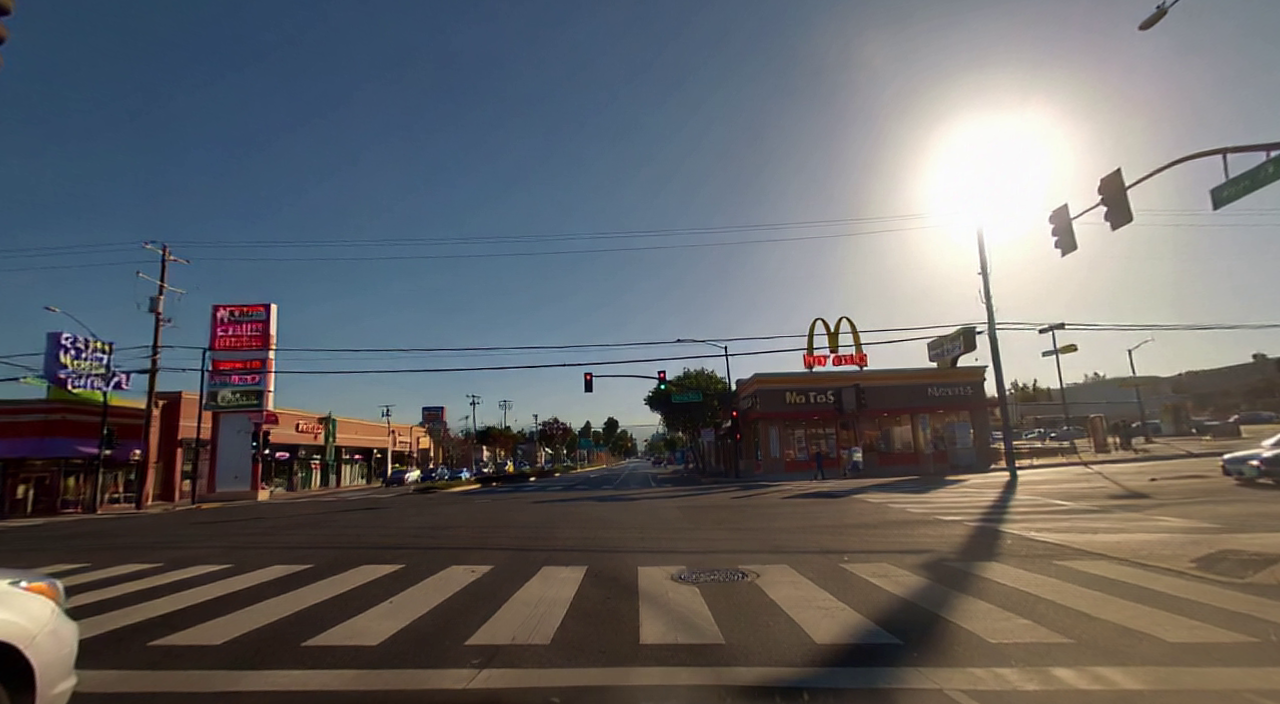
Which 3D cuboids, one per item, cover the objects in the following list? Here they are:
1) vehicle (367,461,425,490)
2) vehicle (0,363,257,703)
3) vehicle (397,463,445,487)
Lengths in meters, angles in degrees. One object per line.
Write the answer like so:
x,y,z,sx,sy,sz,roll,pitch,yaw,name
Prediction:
-19.210,9.708,49.826,2.227,2.033,5.614,0,-9,1,vehicle
-3.410,0.739,1.412,2.081,1.644,4.523,0,-9,3,vehicle
-15.742,8.827,45.417,1.931,1.471,4.152,0,-9,1,vehicle
